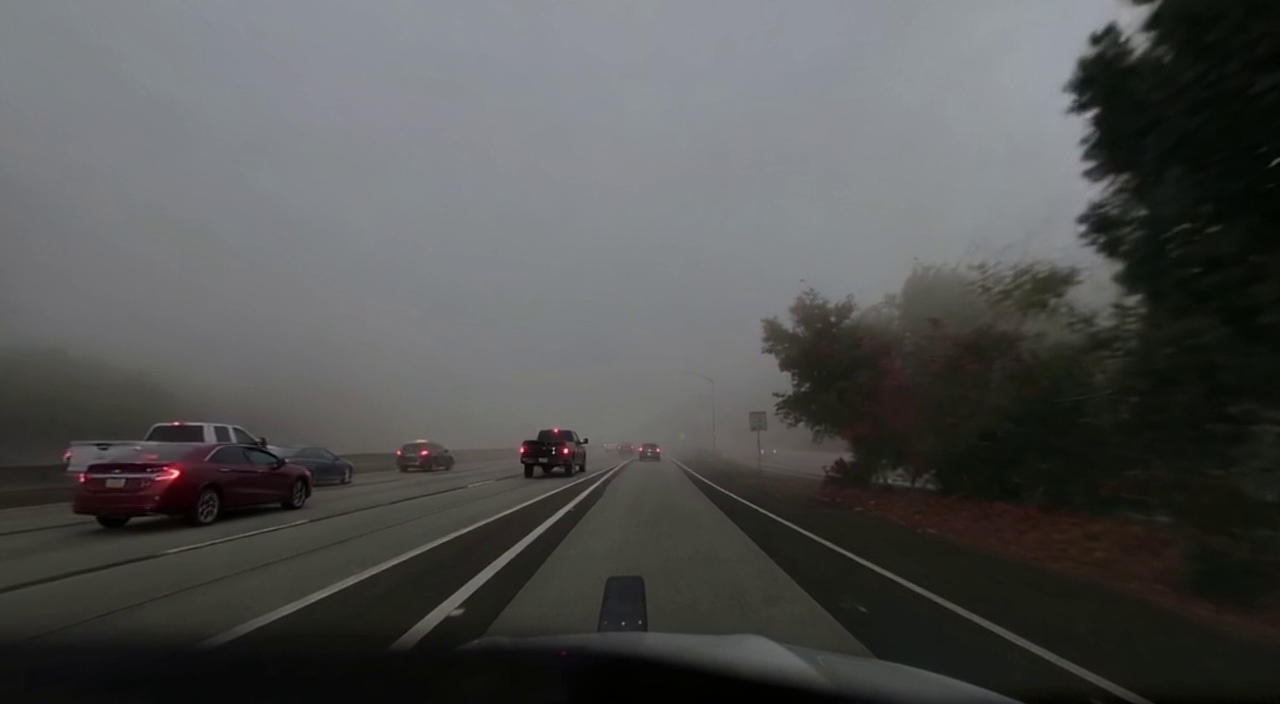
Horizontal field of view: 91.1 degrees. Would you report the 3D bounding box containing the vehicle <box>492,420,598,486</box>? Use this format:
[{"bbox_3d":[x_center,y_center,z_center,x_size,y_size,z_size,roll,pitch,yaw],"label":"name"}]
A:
[{"bbox_3d":[-3.304,3.751,23.649,2.815,2.092,6.526,0,-8,2],"label":"vehicle"}]

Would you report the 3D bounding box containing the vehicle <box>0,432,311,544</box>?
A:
[{"bbox_3d":[-7.845,2.149,10.651,1.964,1.481,4.425,-1,-8,2],"label":"vehicle"}]

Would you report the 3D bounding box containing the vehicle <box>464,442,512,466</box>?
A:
[{"bbox_3d":[-10.210,6.857,42.438,1.915,1.472,4.502,-1,-8,3],"label":"vehicle"}]

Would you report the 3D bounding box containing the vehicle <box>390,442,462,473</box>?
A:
[{"bbox_3d":[-10.699,5.273,31.721,1.884,1.453,4.579,0,-8,2],"label":"vehicle"}]

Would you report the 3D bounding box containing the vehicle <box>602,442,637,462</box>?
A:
[{"bbox_3d":[-1.522,7.658,48.171,2.013,1.444,4.447,-1,-8,7],"label":"vehicle"}]
